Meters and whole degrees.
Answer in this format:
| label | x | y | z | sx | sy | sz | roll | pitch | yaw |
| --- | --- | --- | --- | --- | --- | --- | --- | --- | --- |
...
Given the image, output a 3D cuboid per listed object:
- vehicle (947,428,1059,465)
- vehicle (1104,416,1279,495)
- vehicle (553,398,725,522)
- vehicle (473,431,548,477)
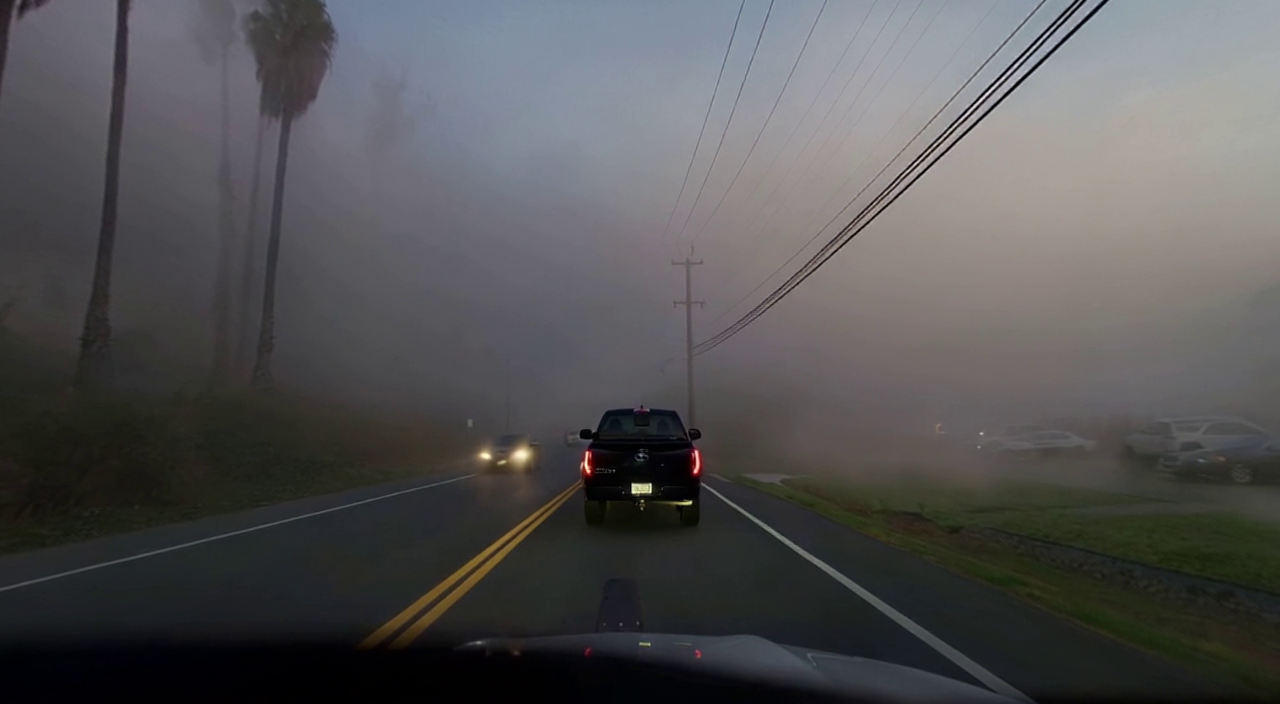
| label | x | y | z | sx | sy | sz | roll | pitch | yaw |
| --- | --- | --- | --- | --- | --- | --- | --- | --- | --- |
| vehicle | 20.359 | 5.368 | 35.886 | 2.277 | 1.836 | 6.267 | 0 | -9 | -4 |
| vehicle | 16.048 | 2.976 | 18.481 | 2.338 | 1.917 | 6.076 | -3 | -9 | 21 |
| vehicle | 0.008 | 2.242 | 13.570 | 2.848 | 2.047 | 5.885 | 0 | -8 | 1 |
| vehicle | -5.542 | 4.461 | 27.796 | 2.271 | 1.798 | 5.412 | 0 | -8 | -1 |
